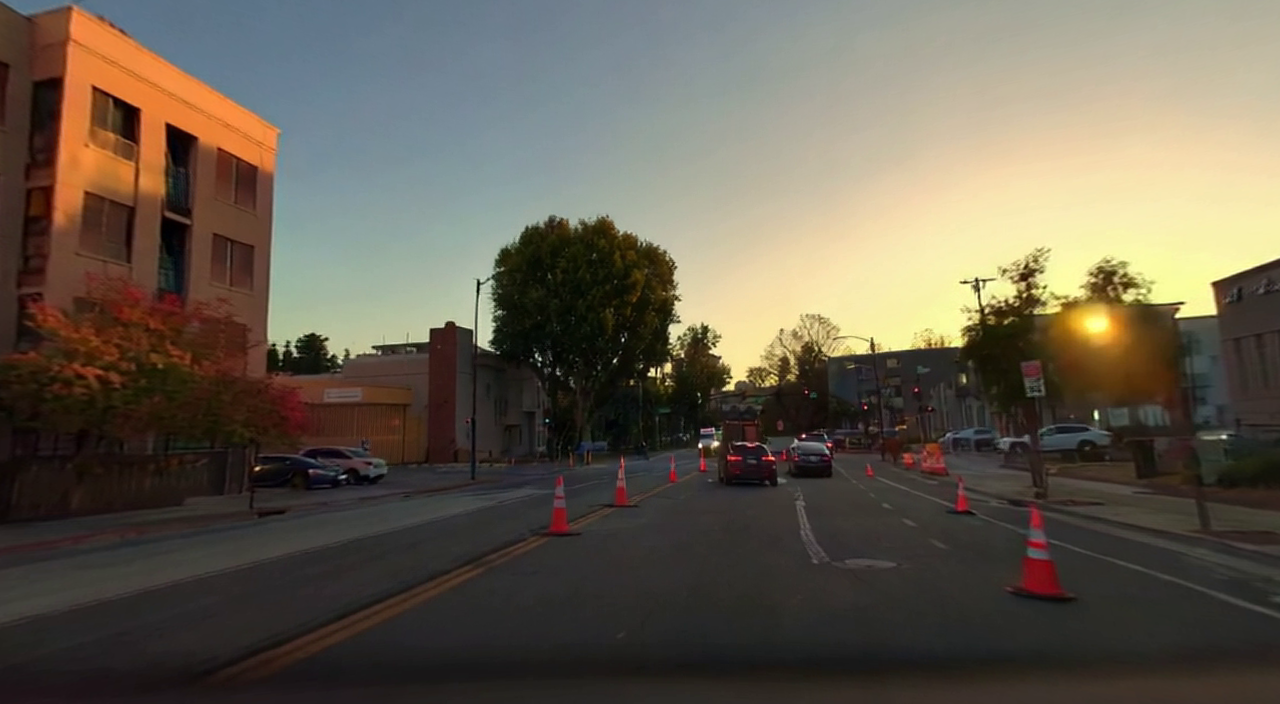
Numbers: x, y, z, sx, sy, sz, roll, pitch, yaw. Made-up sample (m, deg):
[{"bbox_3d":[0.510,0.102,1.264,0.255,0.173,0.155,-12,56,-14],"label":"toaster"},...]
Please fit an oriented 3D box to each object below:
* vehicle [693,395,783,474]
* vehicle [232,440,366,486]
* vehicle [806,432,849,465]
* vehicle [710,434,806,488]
[{"bbox_3d":[5.475,4.374,32.757,2.977,3.271,12.748,-2,-9,16],"label":"vehicle"},{"bbox_3d":[-13.588,4.415,25.297,4.397,1.698,1.932,-2,-9,12],"label":"vehicle"},{"bbox_3d":[11.997,6.151,40.254,2.110,1.942,4.376,-3,-9,22],"label":"vehicle"},{"bbox_3d":[3.587,3.419,20.057,2.159,1.506,4.086,1,-8,-2],"label":"vehicle"}]
